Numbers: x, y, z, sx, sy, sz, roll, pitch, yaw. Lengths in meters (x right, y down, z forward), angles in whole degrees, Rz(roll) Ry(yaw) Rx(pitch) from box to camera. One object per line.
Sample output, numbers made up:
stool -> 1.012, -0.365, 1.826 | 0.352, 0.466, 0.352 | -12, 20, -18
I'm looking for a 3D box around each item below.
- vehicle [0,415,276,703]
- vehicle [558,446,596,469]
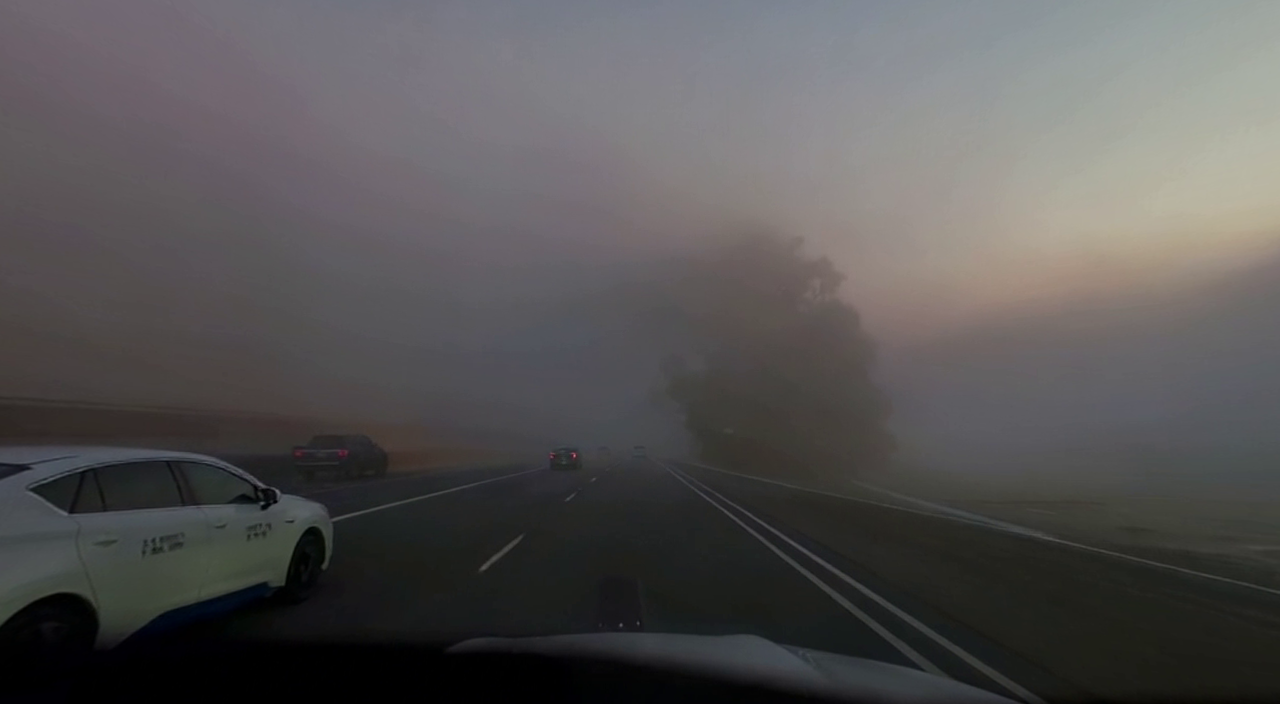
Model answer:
vehicle -> -4.065, 1.054, 2.998 | 1.965, 1.485, 4.460 | 0, -9, 0
vehicle -> -4.185, 7.106, 42.645 | 2.120, 1.458, 4.031 | 0, -9, 0
